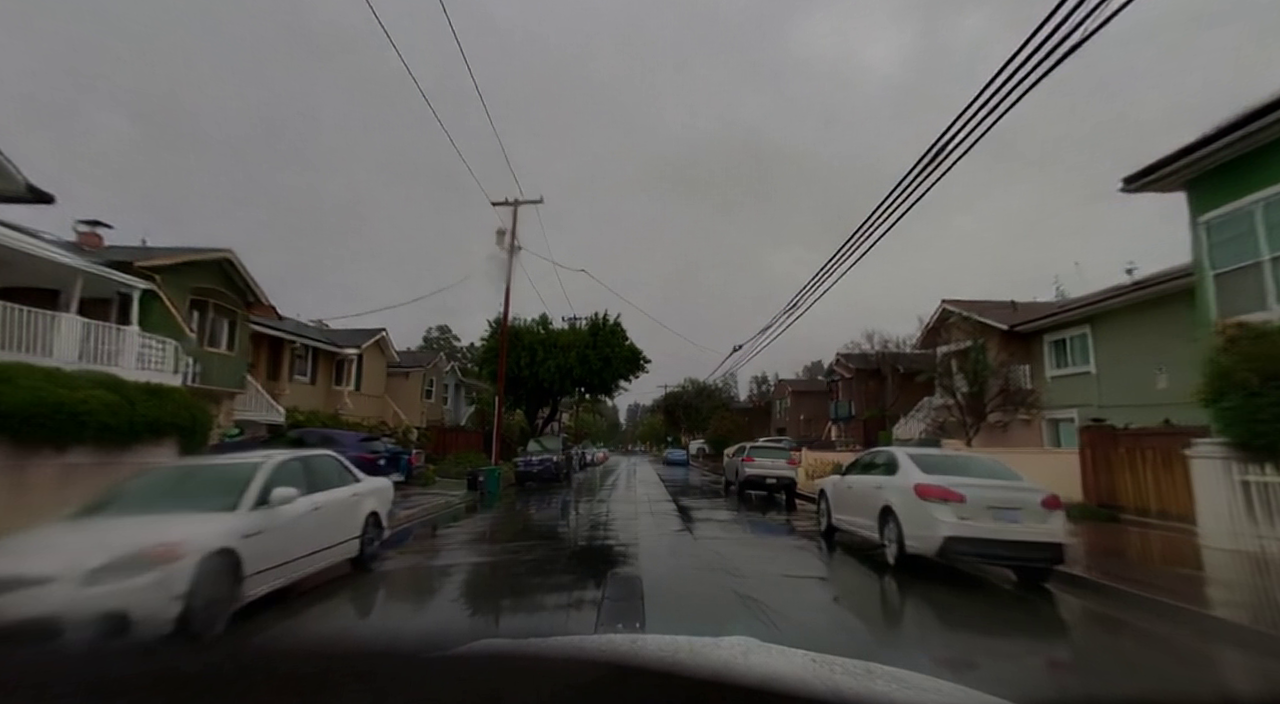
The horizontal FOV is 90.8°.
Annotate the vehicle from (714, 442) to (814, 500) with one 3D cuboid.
[{"bbox_3d":[3.590,3.542,19.208,2.019,1.536,4.405,0,-9,-1],"label":"vehicle"}]

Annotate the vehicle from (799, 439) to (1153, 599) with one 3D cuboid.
[{"bbox_3d":[3.729,1.906,8.274,1.862,1.452,4.737,0,-9,-3],"label":"vehicle"}]

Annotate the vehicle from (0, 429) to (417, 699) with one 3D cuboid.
[{"bbox_3d":[-3.792,1.507,5.780,1.971,1.460,4.523,0,-9,-2],"label":"vehicle"}]

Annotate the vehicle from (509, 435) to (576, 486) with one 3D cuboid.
[{"bbox_3d":[-3.956,4.503,26.533,2.057,1.887,5.053,0,-9,0],"label":"vehicle"}]
